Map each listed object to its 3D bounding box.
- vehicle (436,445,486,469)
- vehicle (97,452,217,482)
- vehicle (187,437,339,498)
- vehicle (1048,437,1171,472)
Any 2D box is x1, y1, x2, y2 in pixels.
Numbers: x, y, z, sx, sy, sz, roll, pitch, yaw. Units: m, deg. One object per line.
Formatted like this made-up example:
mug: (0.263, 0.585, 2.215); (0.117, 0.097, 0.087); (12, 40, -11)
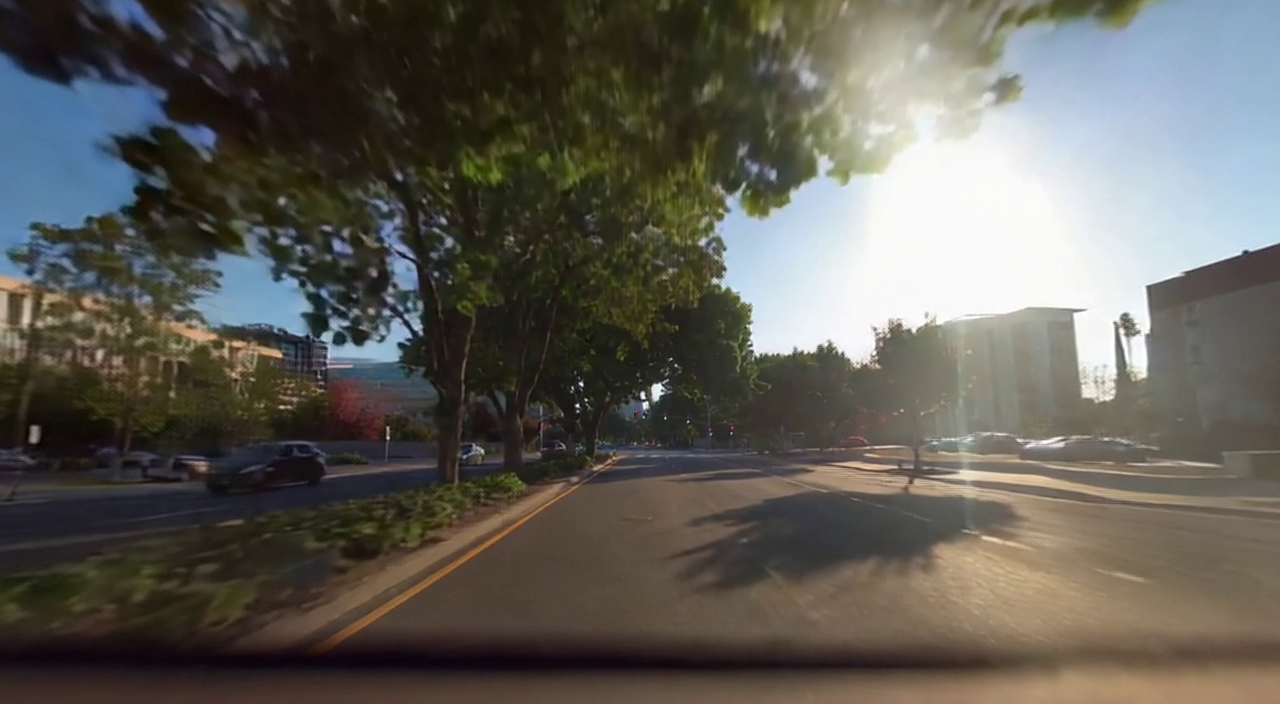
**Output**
vehicle: (-11.365, 6.679, 40.276); (1.816, 1.457, 4.386); (0, -8, 1)
vehicle: (-25.212, 6.002, 33.036); (4.663, 1.464, 1.906); (0, -8, -1)
vehicle: (-12.097, 3.701, 20.704); (2.056, 1.763, 4.629); (0, -8, 1)
vehicle: (21.515, 4.701, 29.003); (4.176, 1.490, 1.871); (0, -8, -3)
